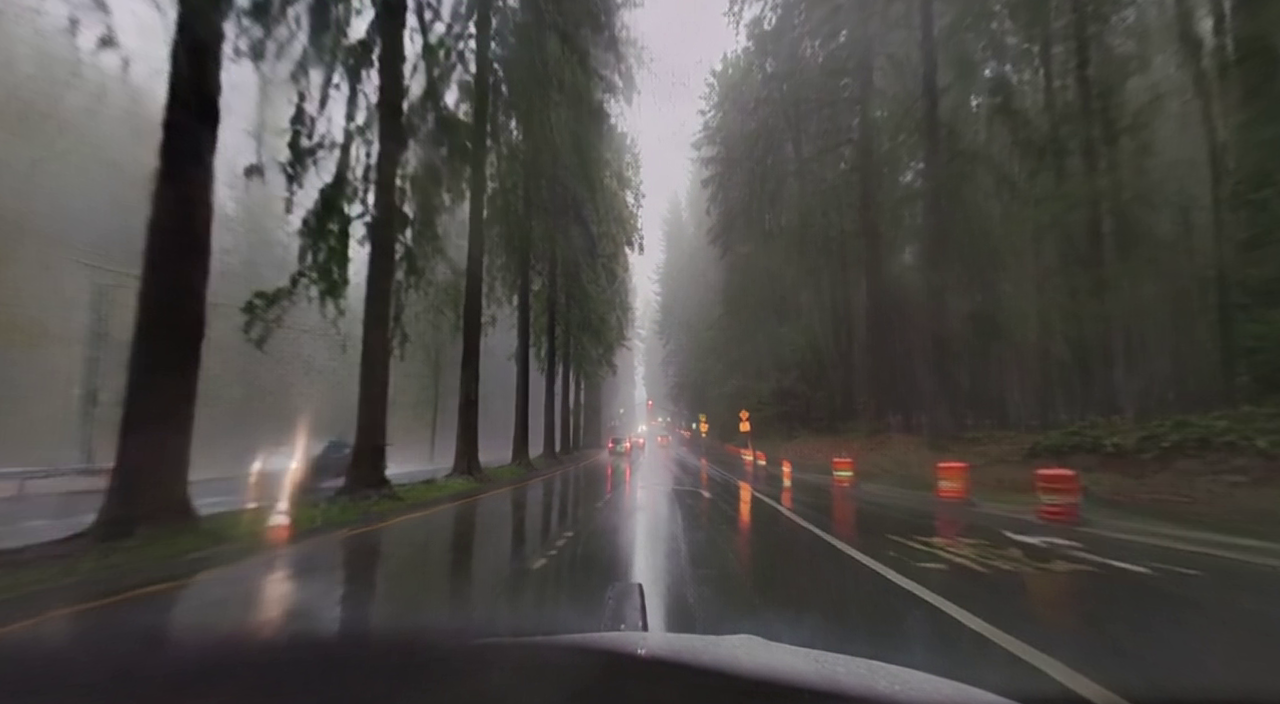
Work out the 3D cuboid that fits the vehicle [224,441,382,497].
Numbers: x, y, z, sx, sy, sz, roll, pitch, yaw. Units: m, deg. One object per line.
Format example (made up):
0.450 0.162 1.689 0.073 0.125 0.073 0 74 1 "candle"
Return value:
-9.900 3.452 18.990 1.953 1.471 4.670 -1 -8 4 "vehicle"
